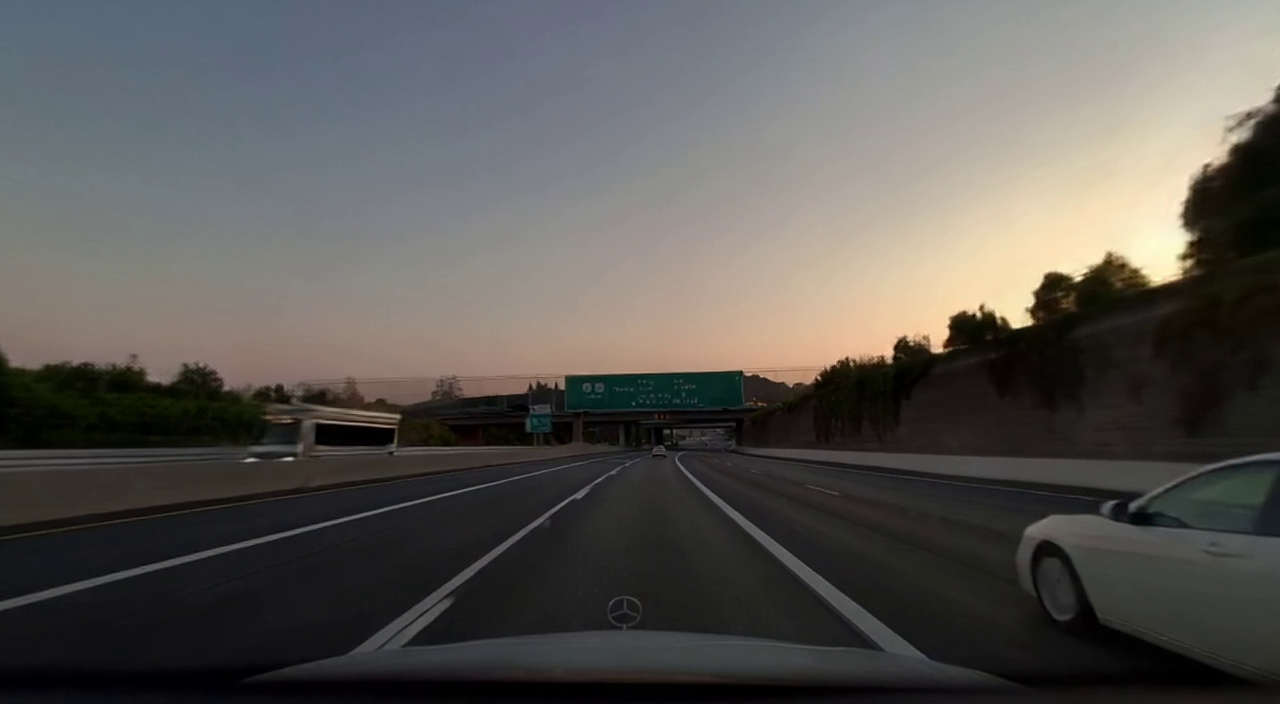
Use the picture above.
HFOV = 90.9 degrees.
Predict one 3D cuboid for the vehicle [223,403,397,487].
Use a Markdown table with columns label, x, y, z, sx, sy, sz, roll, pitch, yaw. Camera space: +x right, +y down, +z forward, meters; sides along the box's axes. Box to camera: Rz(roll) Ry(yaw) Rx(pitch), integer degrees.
| label | x | y | z | sx | sy | sz | roll | pitch | yaw |
| --- | --- | --- | --- | --- | --- | --- | --- | --- | --- |
| vehicle | -13.756 | 4.082 | 27.413 | 2.843 | 2.970 | 8.404 | -3 | -9 | 2 |

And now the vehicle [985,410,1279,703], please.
| label | x | y | z | sx | sy | sz | roll | pitch | yaw |
| --- | --- | --- | --- | --- | --- | --- | --- | --- | --- |
| vehicle | 3.777 | 0.996 | 2.680 | 1.999 | 1.492 | 4.673 | 0 | -8 | 1 |
